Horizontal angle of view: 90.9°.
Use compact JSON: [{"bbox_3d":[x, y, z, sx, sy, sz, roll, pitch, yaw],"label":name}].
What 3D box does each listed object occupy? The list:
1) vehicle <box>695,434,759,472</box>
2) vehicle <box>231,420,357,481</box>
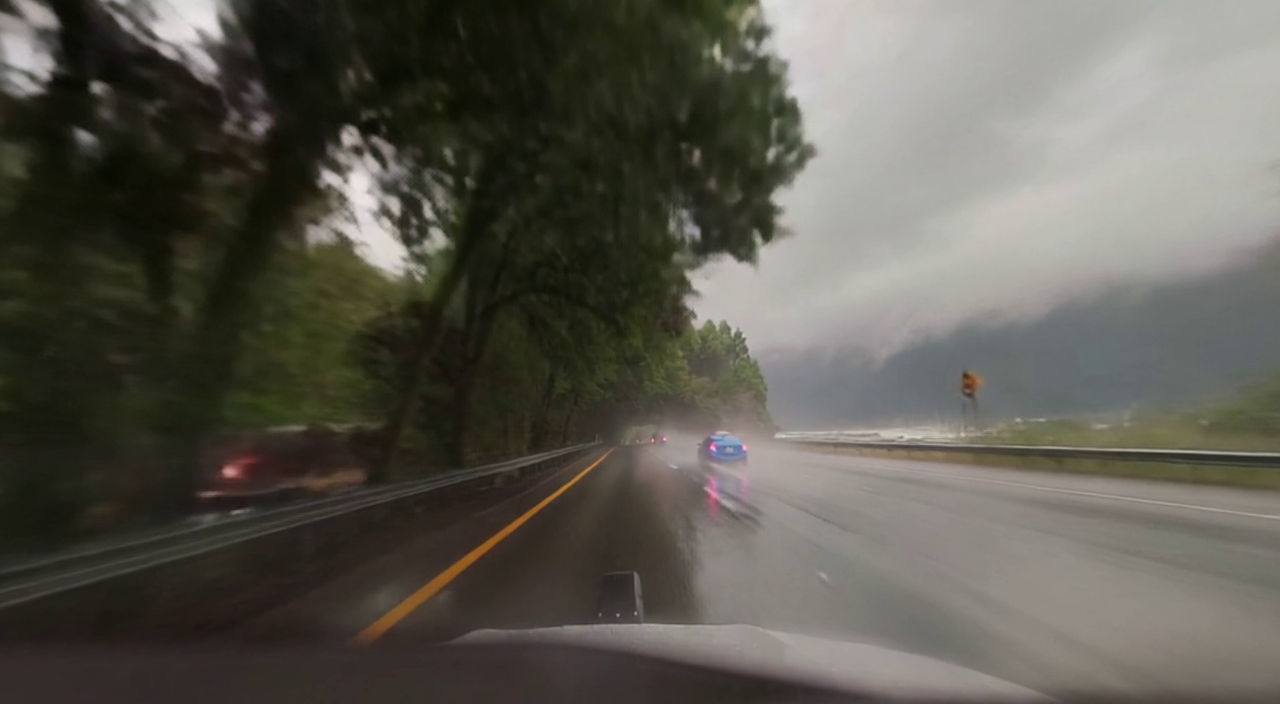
[{"bbox_3d":[3.656,4.312,27.336,2.017,1.502,4.369,0,-8,-2],"label":"vehicle"},{"bbox_3d":[-17.182,4.905,31.845,2.901,2.760,6.043,0,-8,0],"label":"vehicle"}]
